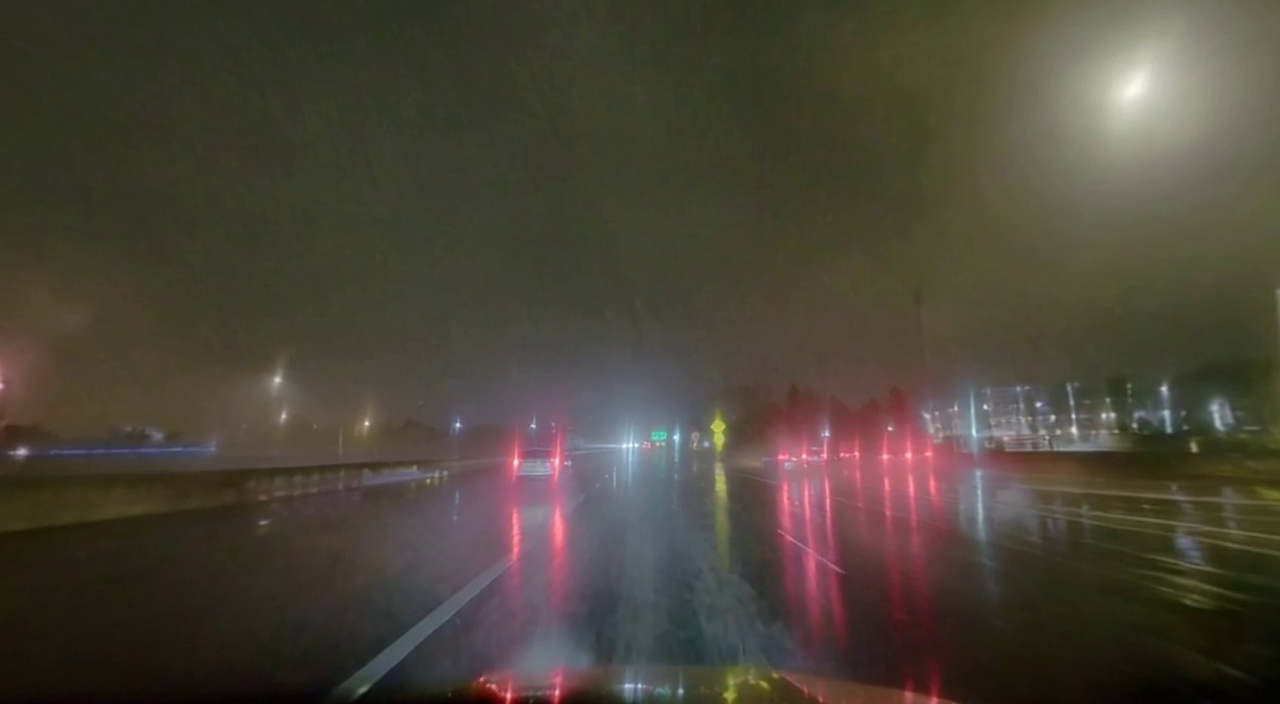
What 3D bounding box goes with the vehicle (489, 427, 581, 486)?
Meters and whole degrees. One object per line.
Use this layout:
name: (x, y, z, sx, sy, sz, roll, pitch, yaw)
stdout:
vehicle: (-3.343, 3.465, 21.081, 2.203, 1.734, 4.600, 0, -9, 1)
